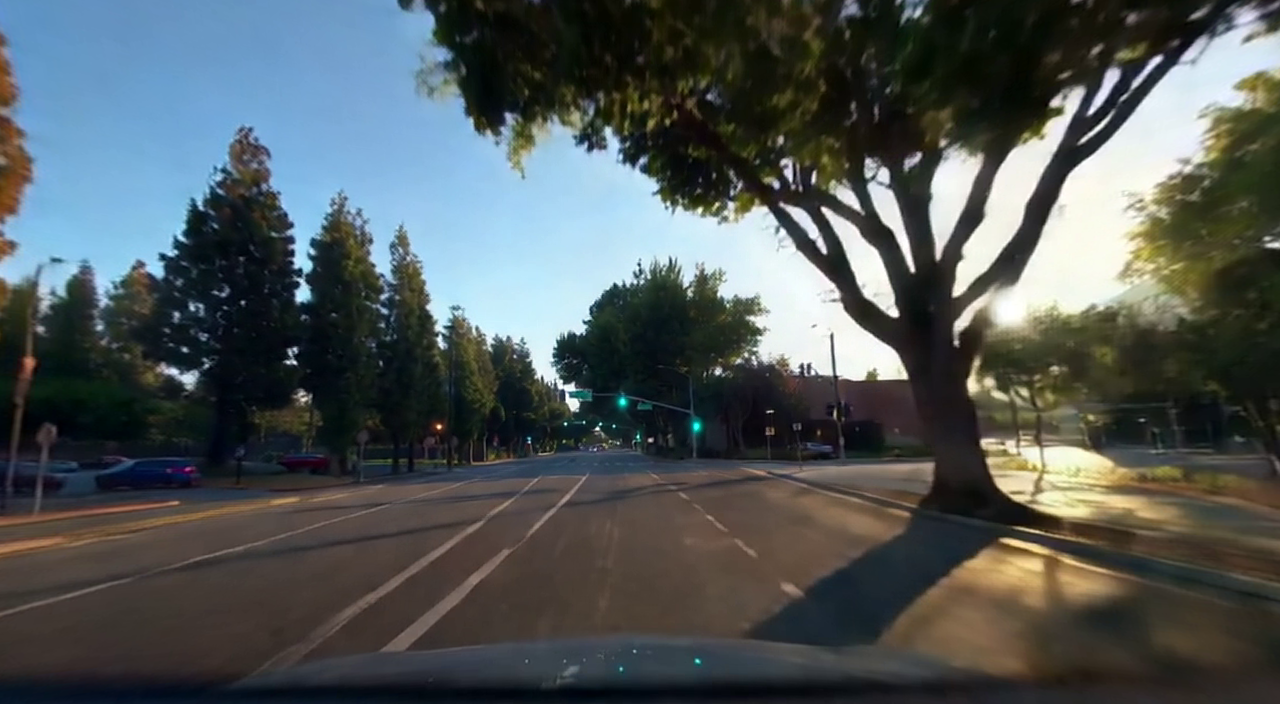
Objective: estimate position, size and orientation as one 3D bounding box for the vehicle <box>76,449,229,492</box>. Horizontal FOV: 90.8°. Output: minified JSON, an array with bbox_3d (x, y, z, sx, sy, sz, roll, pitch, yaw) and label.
[{"bbox_3d":[-24.103,5.841,31.464,5.473,1.957,2.253,1,-9,-7],"label":"vehicle"}]

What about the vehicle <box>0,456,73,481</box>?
[{"bbox_3d":[-40.163,7.588,41.079,4.333,1.513,2.071,2,-9,-12],"label":"vehicle"}]
